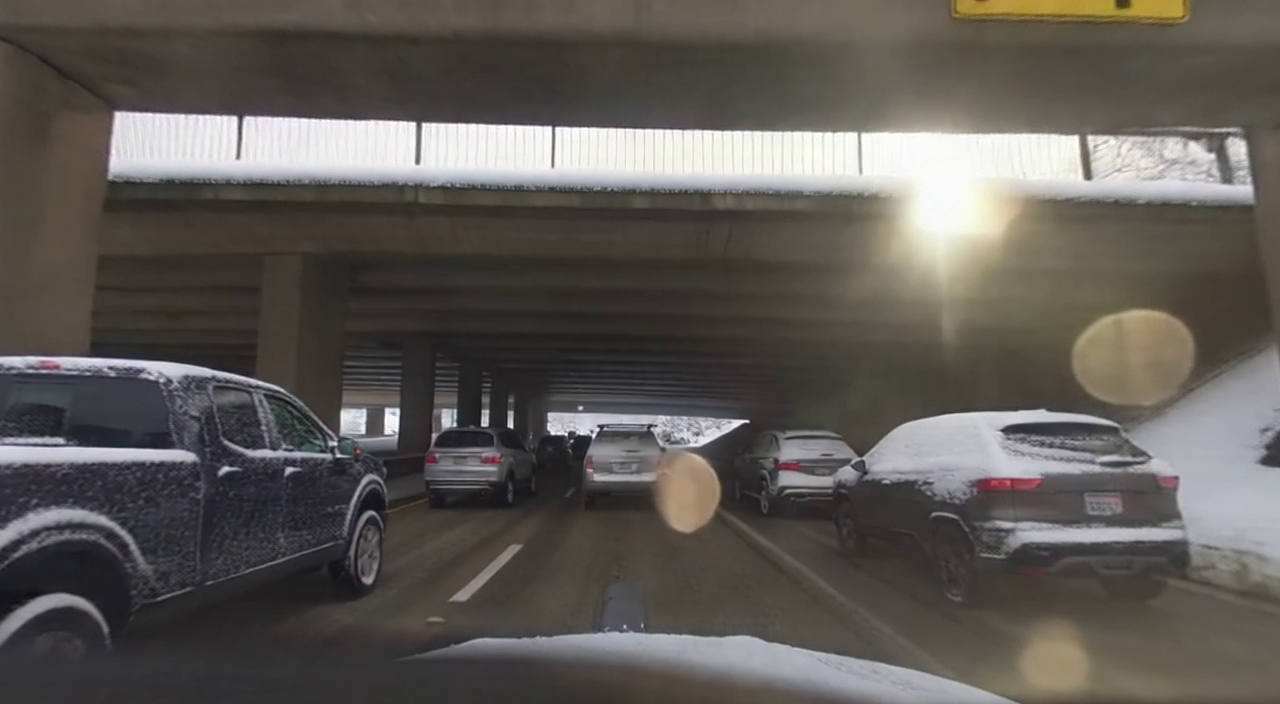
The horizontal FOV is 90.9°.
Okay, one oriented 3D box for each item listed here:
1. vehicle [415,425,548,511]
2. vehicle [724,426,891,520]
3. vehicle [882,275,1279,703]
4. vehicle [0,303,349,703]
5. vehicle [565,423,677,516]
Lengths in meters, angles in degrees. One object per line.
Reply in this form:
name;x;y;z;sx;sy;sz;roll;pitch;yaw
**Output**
vehicle;-3.496;2.641;14.774;2.127;1.720;4.064;0;-8;-1
vehicle;3.430;2.620;14.307;2.234;1.720;5.378;0;-8;-1
vehicle;3.702;0.937;4.048;2.401;1.968;4.841;0;-8;1
vehicle;-3.432;0.796;2.771;2.074;1.814;4.596;0;-8;0
vehicle;-0.399;2.507;13.876;2.097;1.748;3.794;0;-8;-1
